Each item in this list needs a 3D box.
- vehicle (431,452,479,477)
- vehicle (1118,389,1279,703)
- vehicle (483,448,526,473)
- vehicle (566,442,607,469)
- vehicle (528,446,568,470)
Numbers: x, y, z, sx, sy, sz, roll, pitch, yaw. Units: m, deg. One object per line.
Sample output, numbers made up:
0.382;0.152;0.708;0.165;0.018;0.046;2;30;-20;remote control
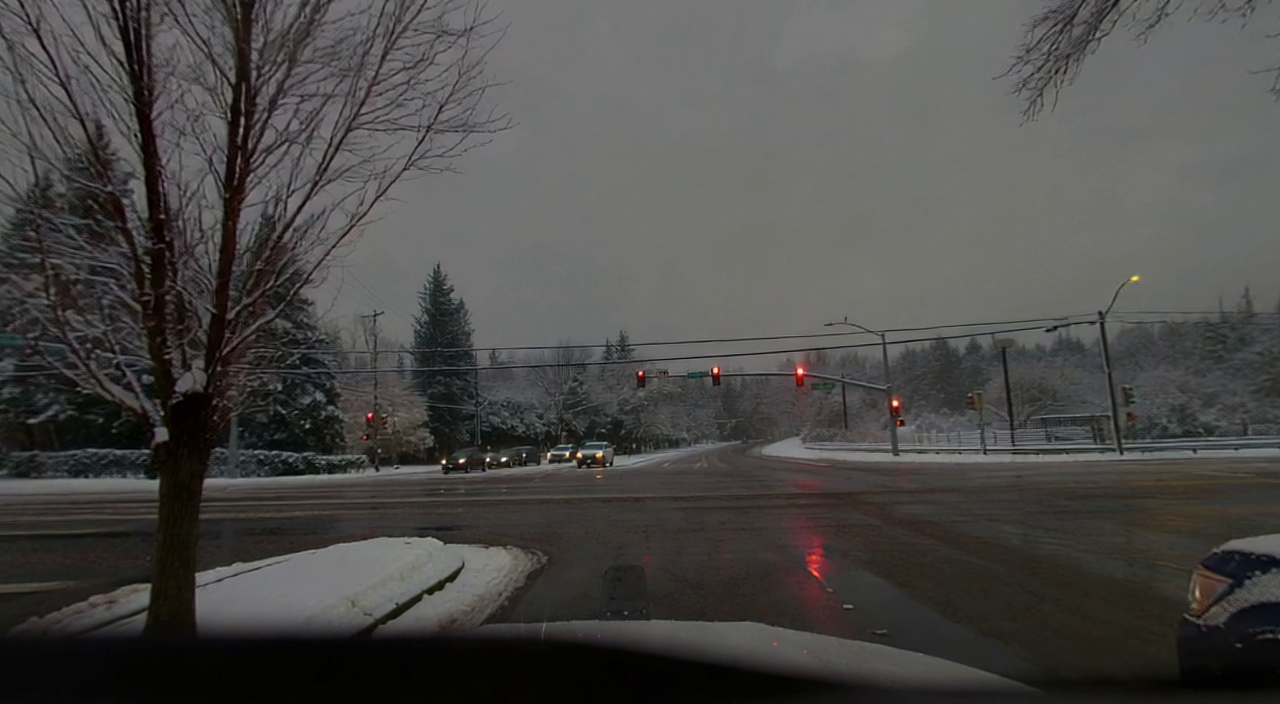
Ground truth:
-13.412;8.177;45.974;2.101;1.637;4.304;0;-9;1;vehicle
3.050;0.612;0.410;1.978;1.468;4.544;0;-9;1;vehicle
-9.796;7.852;45.905;2.064;1.725;4.243;0;-9;1;vehicle
-3.602;7.108;43.353;2.215;1.732;4.684;-1;-9;3;vehicle
-6.580;7.623;45.494;2.126;1.657;4.307;-1;-9;2;vehicle
